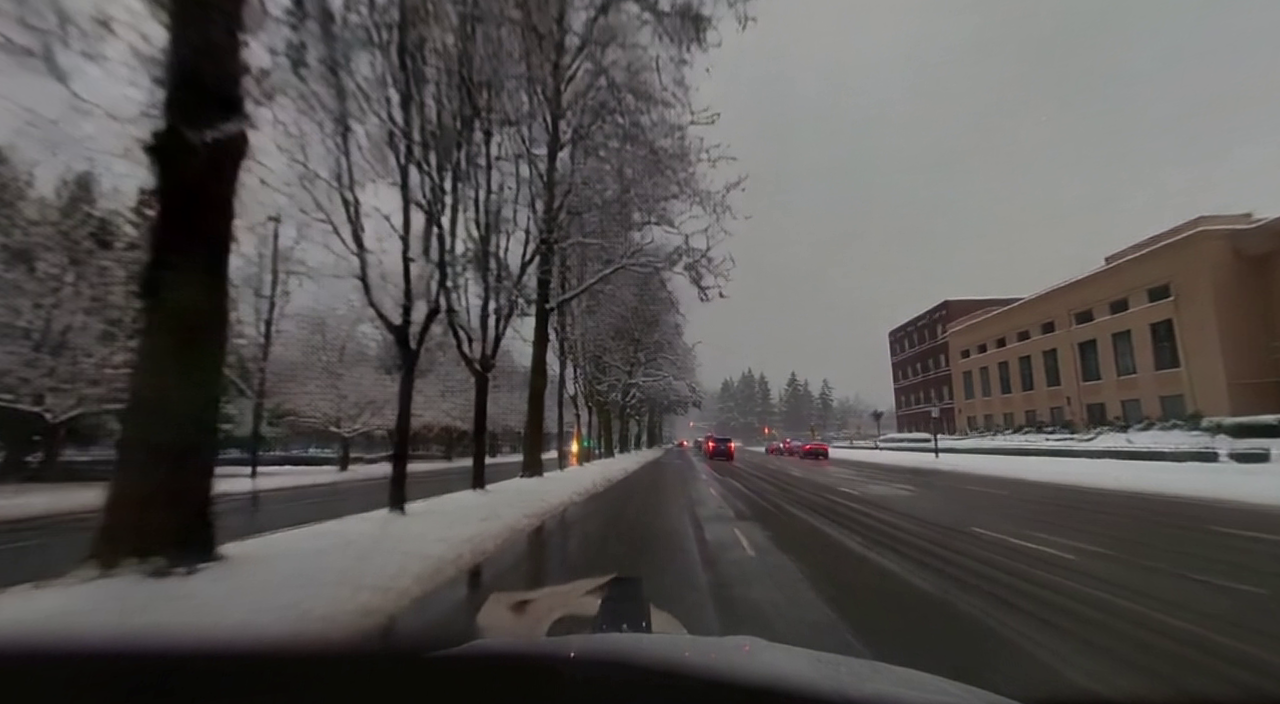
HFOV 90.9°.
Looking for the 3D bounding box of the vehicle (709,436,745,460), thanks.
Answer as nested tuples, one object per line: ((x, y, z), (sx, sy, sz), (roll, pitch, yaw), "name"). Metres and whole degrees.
((6.372, 7.074, 46.564), (2.216, 1.675, 4.627), (-1, -9, 3), "vehicle")

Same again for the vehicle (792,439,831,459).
((12.930, 7.367, 47.910), (1.840, 1.467, 4.731), (-1, -9, 3), "vehicle")
